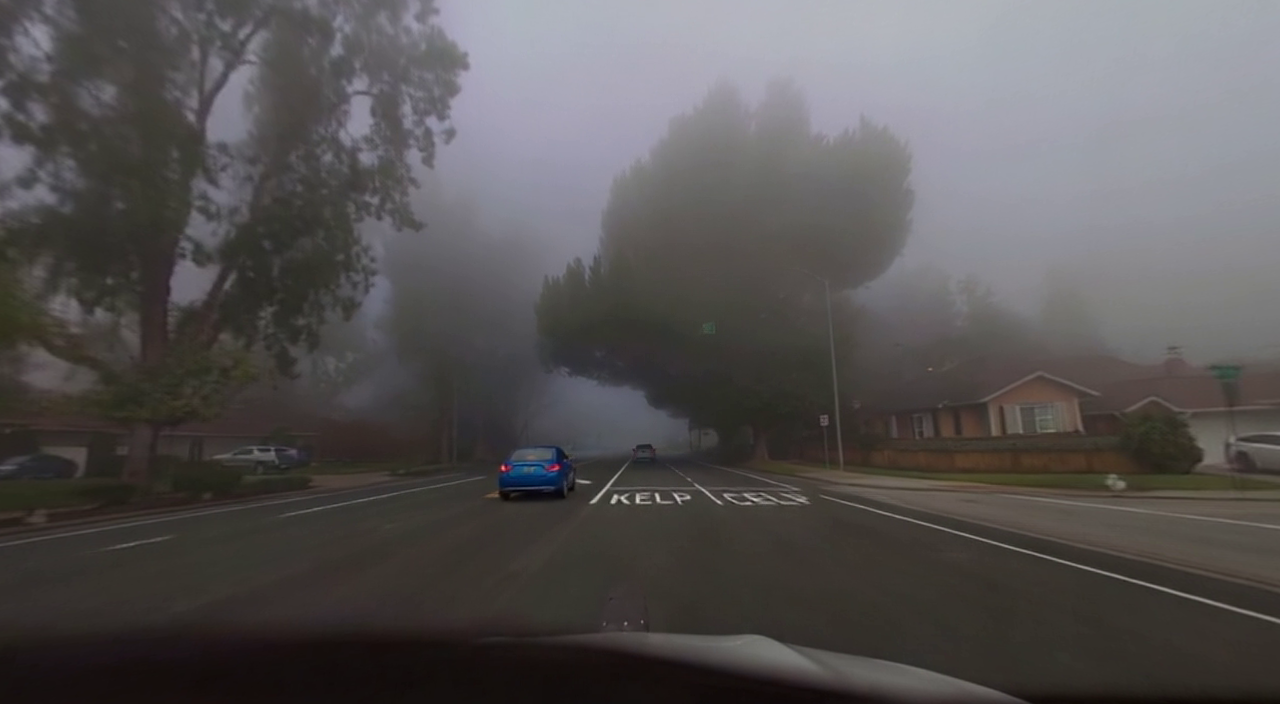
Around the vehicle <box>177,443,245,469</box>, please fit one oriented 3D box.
[{"bbox_3d":[-28.848,6.990,42.511,1.838,1.685,3.766,0,-8,1],"label":"vehicle"}]

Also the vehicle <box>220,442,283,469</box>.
[{"bbox_3d":[-25.921,6.909,42.179,1.919,1.701,3.695,0,-9,-2],"label":"vehicle"}]

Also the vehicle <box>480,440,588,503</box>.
[{"bbox_3d":[-2.738,3.226,17.569,2.158,1.469,4.909,0,-8,0],"label":"vehicle"}]

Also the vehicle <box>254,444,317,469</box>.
[{"bbox_3d":[-23.399,6.899,41.751,1.894,1.508,3.783,0,-9,0],"label":"vehicle"}]

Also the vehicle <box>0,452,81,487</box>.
[{"bbox_3d":[-28.784,5.408,29.241,1.961,1.470,3.811,-1,-9,5],"label":"vehicle"}]

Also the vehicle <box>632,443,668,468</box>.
[{"bbox_3d":[0.617,6.632,40.550,2.226,1.505,4.128,0,-8,0],"label":"vehicle"}]
